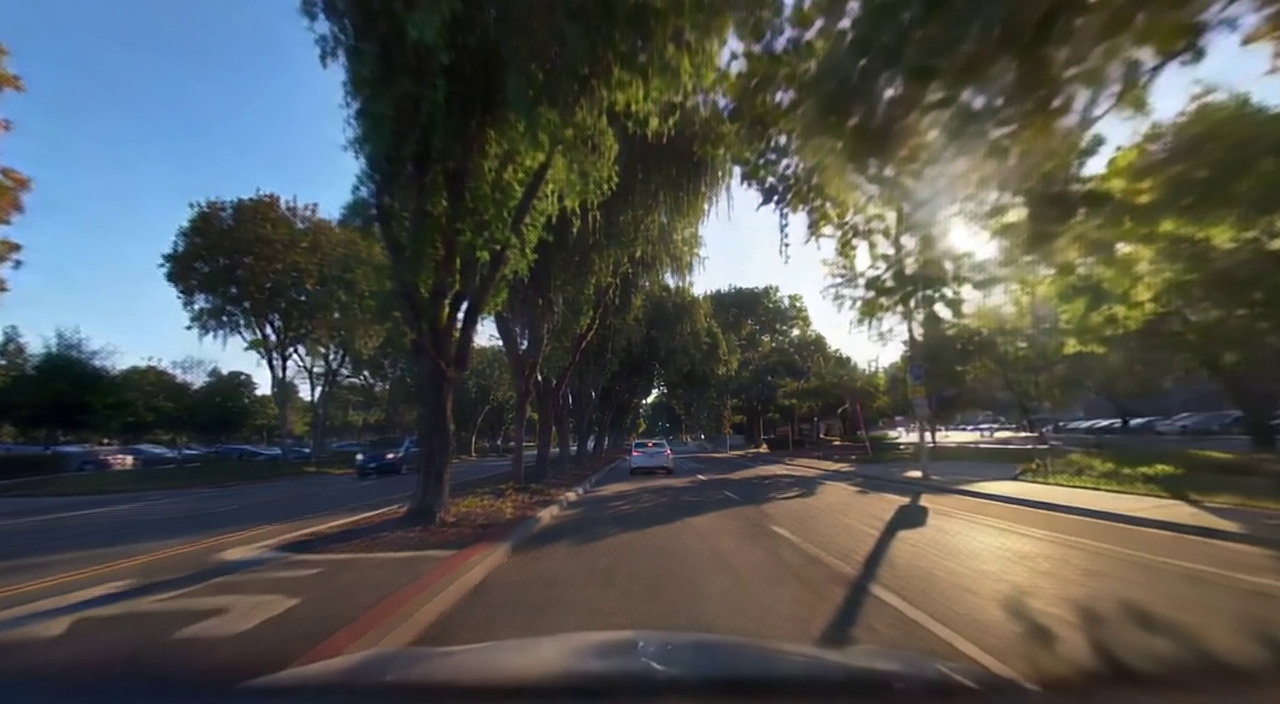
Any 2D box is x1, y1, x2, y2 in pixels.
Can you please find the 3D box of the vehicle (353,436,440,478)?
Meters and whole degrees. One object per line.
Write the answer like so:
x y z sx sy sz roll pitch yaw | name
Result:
-11.921 5.152 31.295 2.259 1.867 4.875 0 -8 1 | vehicle

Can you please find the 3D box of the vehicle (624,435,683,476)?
0.444 3.942 24.237 2.093 1.442 3.977 0 -8 -1 | vehicle
